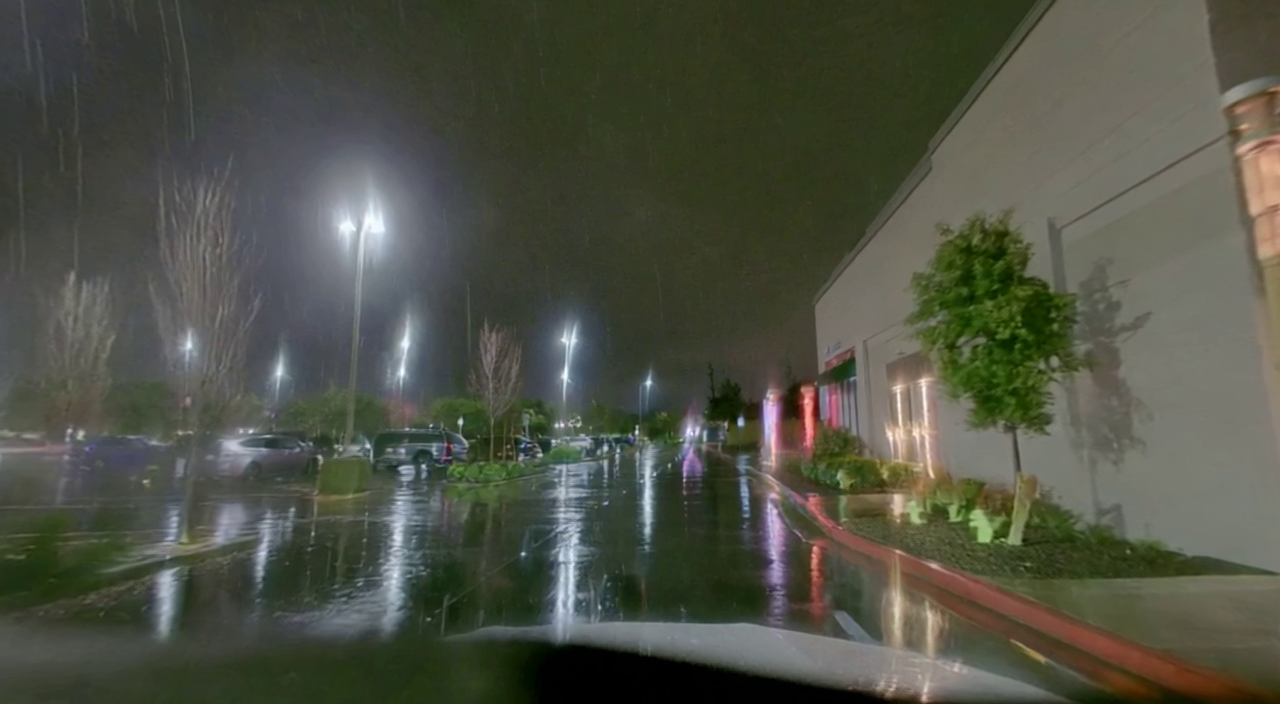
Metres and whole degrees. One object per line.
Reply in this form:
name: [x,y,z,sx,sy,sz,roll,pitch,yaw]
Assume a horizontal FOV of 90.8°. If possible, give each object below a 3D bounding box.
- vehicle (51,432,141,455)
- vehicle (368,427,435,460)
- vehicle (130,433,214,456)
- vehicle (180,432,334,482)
vehicle: [-36.521,6.166,42.563,1.858,1.449,4.296,-2,-8,11]
vehicle: [-15.070,5.810,40.179,1.972,1.923,4.535,-1,-8,8]
vehicle: [-31.168,6.162,42.239,1.773,1.433,4.356,-2,-8,10]
vehicle: [-12.270,3.395,20.671,1.847,1.443,4.484,-1,-8,7]
